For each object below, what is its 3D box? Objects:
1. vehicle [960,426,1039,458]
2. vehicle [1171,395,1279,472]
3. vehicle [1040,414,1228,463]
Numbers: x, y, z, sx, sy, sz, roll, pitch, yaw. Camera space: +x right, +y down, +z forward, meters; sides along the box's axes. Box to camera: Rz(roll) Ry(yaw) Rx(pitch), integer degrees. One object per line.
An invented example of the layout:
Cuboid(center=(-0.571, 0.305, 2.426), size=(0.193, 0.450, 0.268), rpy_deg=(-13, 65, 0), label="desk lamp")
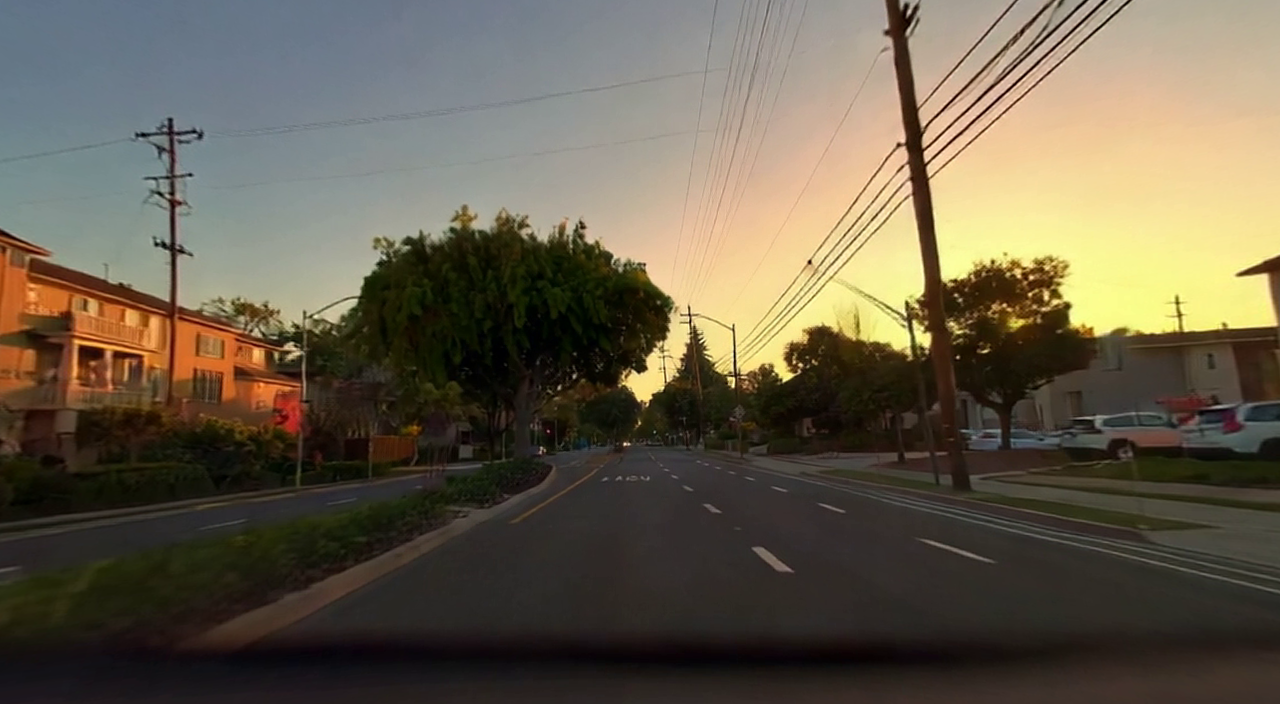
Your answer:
Cuboid(center=(22.101, 5.567, 39.057), size=(1.960, 1.873, 4.839), rpy_deg=(0, -8, -1), label="vehicle")
Cuboid(center=(16.762, 2.062, 15.886), size=(4.833, 1.786, 2.136), rpy_deg=(0, -8, 0), label="vehicle")
Cuboid(center=(16.590, 2.924, 21.399), size=(4.681, 1.541, 2.049), rpy_deg=(0, -8, -3), label="vehicle")
